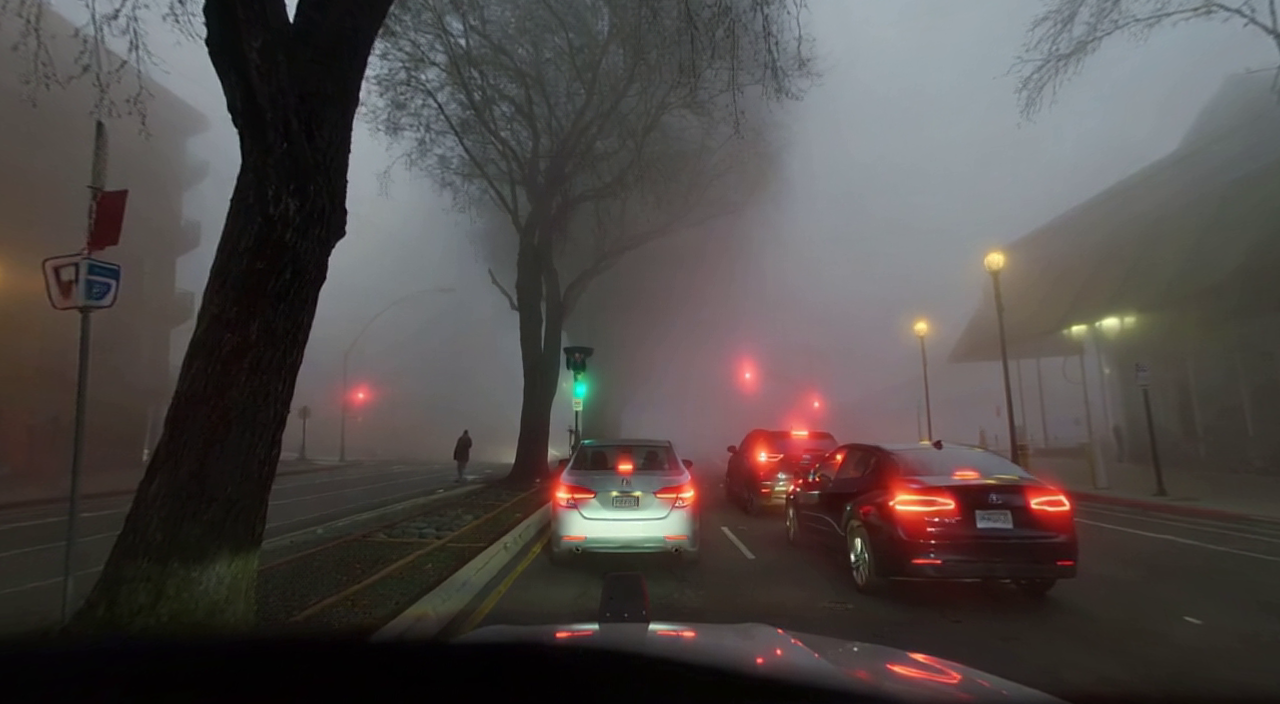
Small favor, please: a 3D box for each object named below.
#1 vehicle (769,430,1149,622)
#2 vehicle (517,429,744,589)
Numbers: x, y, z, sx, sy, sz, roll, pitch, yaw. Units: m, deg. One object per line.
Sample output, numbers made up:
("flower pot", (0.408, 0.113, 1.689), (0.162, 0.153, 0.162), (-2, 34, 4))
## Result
("vehicle", (2.901, 1.650, 7.026), (1.893, 1.446, 4.270), (0, -8, -2))
("vehicle", (-0.101, 1.755, 7.943), (2.087, 1.456, 4.143), (0, -8, 0))
